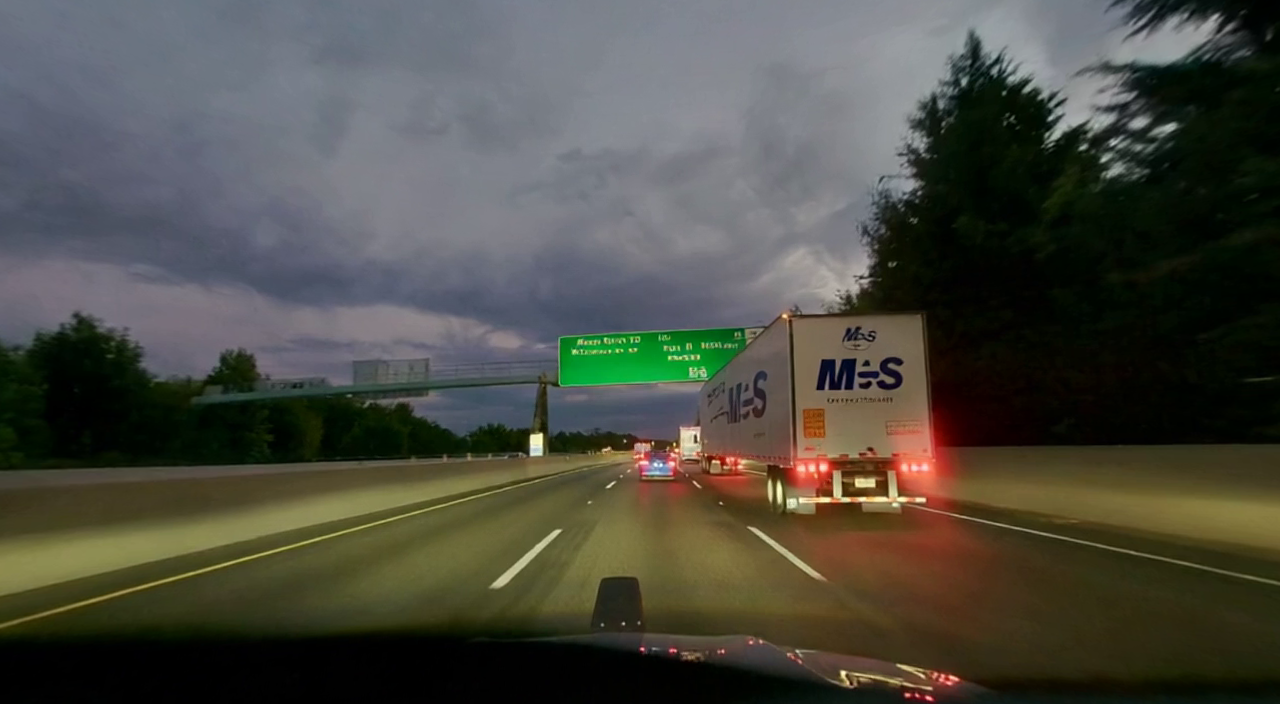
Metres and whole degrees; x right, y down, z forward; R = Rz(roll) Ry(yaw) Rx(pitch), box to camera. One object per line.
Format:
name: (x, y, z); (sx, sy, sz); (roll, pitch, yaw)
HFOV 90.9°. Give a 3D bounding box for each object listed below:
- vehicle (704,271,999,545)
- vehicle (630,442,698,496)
vehicle: (3.830, 1.853, 16.495); (3.002, 4.104, 14.174); (0, -9, 1)
vehicle: (0.726, 3.930, 21.520); (2.121, 1.642, 3.828); (0, -9, 0)
